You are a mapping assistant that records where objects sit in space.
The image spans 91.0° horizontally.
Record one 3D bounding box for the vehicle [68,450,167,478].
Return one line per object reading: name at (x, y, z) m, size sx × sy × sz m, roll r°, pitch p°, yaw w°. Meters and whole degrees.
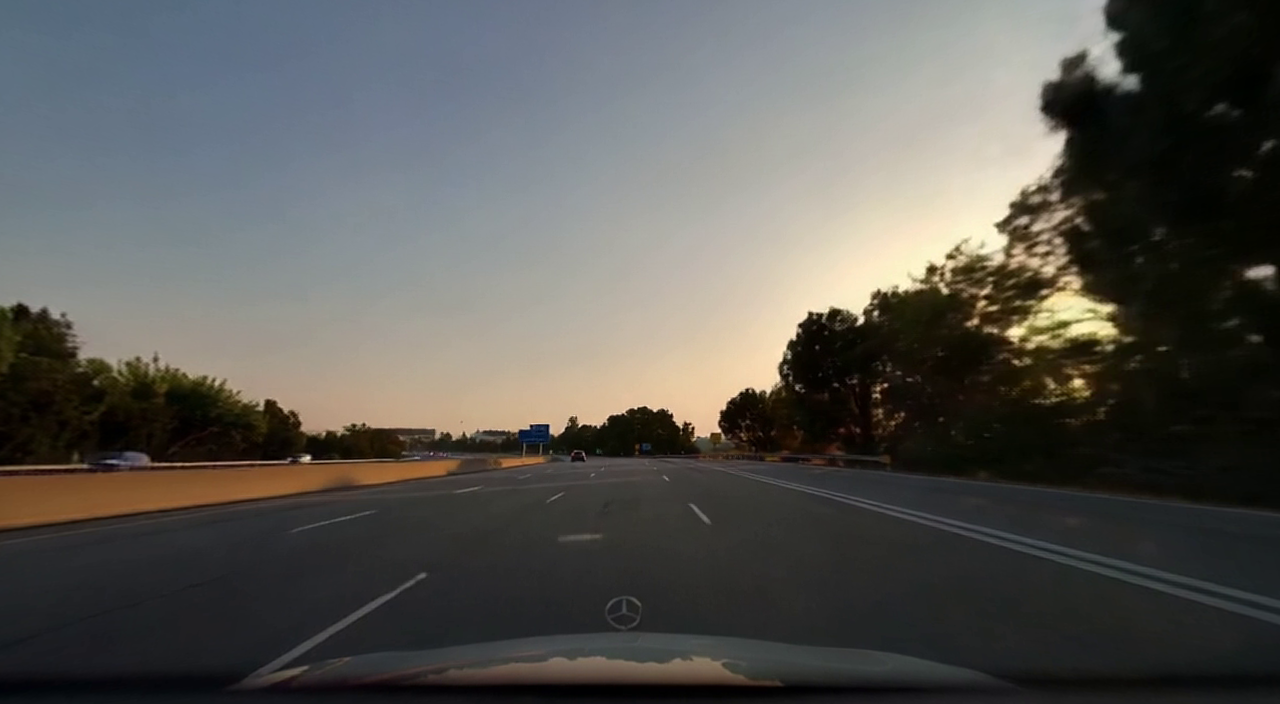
vehicle at (-35.991, 7.687, 43.630) m, size 2.070 × 1.743 × 5.624 m, roll 0°, pitch -8°, yaw 0°
